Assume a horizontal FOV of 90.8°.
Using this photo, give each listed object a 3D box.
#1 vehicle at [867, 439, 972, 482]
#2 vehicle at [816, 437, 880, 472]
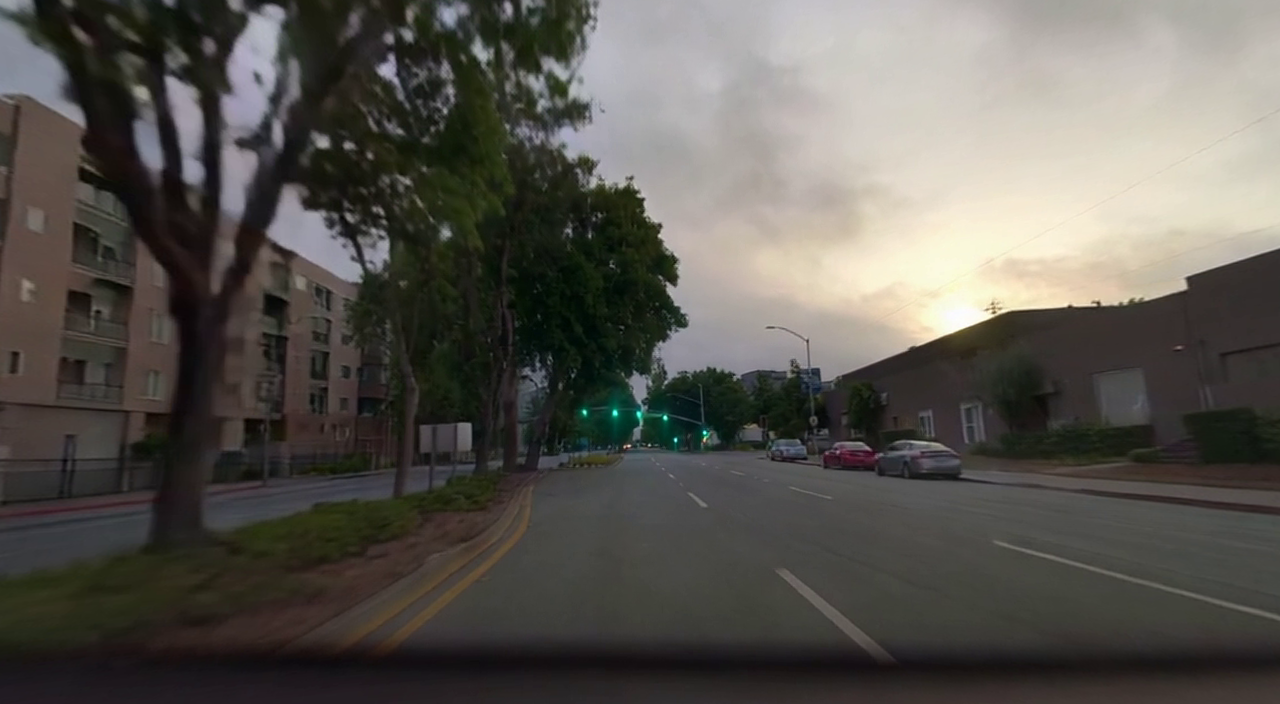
[{"bbox_3d":[10.369,4.041,23.877,1.956,1.462,4.306,0,-8,-1],"label":"vehicle"},{"bbox_3d":[10.471,5.186,32.050,1.889,1.631,4.021,0,-9,0],"label":"vehicle"}]
